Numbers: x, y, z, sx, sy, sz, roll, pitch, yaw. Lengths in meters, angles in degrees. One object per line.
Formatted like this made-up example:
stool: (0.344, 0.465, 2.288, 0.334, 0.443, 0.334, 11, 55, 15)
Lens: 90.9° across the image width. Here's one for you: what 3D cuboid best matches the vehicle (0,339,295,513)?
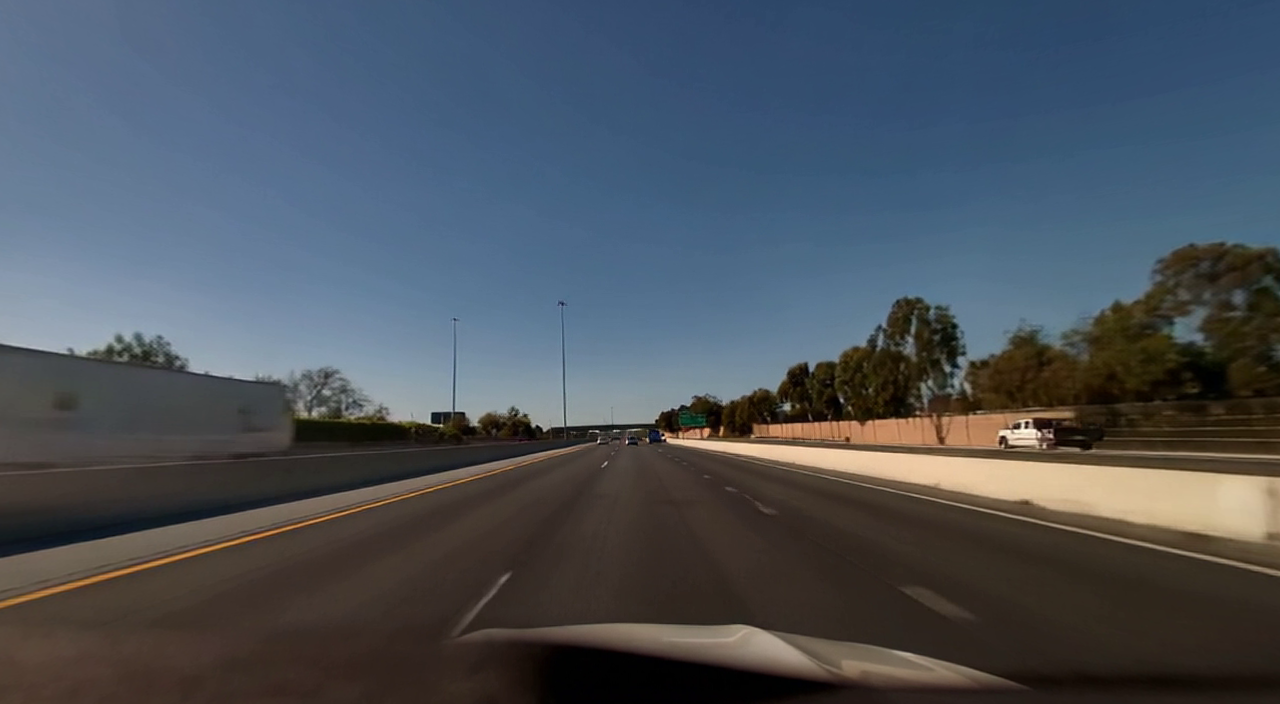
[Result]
vehicle: (-16.543, 2.521, 20.659, 2.849, 4.030, 14.128, 0, -8, -2)
